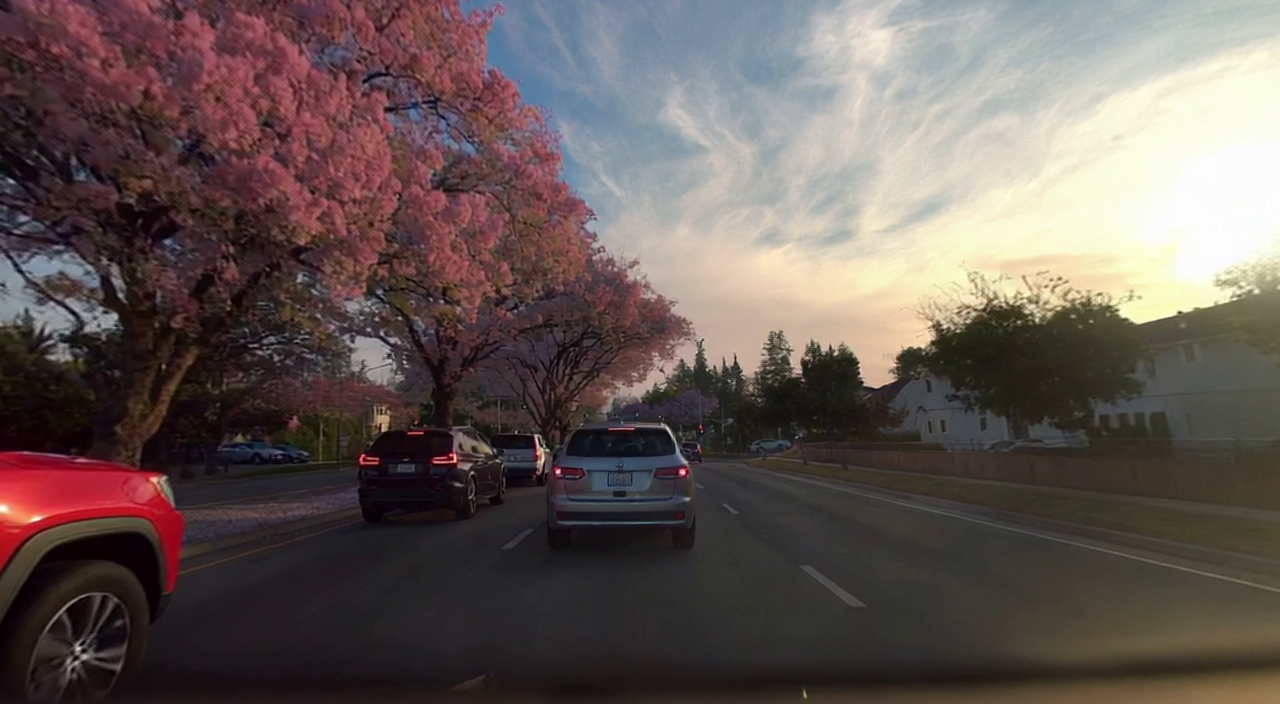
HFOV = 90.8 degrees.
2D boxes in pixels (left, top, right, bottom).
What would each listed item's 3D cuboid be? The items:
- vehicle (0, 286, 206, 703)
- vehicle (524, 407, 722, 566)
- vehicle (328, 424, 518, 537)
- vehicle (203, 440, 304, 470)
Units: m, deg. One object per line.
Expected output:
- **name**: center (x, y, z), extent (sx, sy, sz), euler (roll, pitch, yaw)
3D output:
- **vehicle**: center (-3.526, 0.527, 0.953), extent (2.304, 1.928, 4.833), euler (0, -8, -1)
- **vehicle**: center (-0.192, 1.744, 8.878), extent (2.112, 1.693, 4.058), euler (0, -8, 0)
- **vehicle**: center (-3.663, 2.235, 11.649), extent (1.948, 1.668, 4.279), euler (0, -8, 0)
- **vehicle**: center (-28.505, 7.583, 46.832), extent (5.856, 2.096, 2.481), euler (3, -9, -18)
